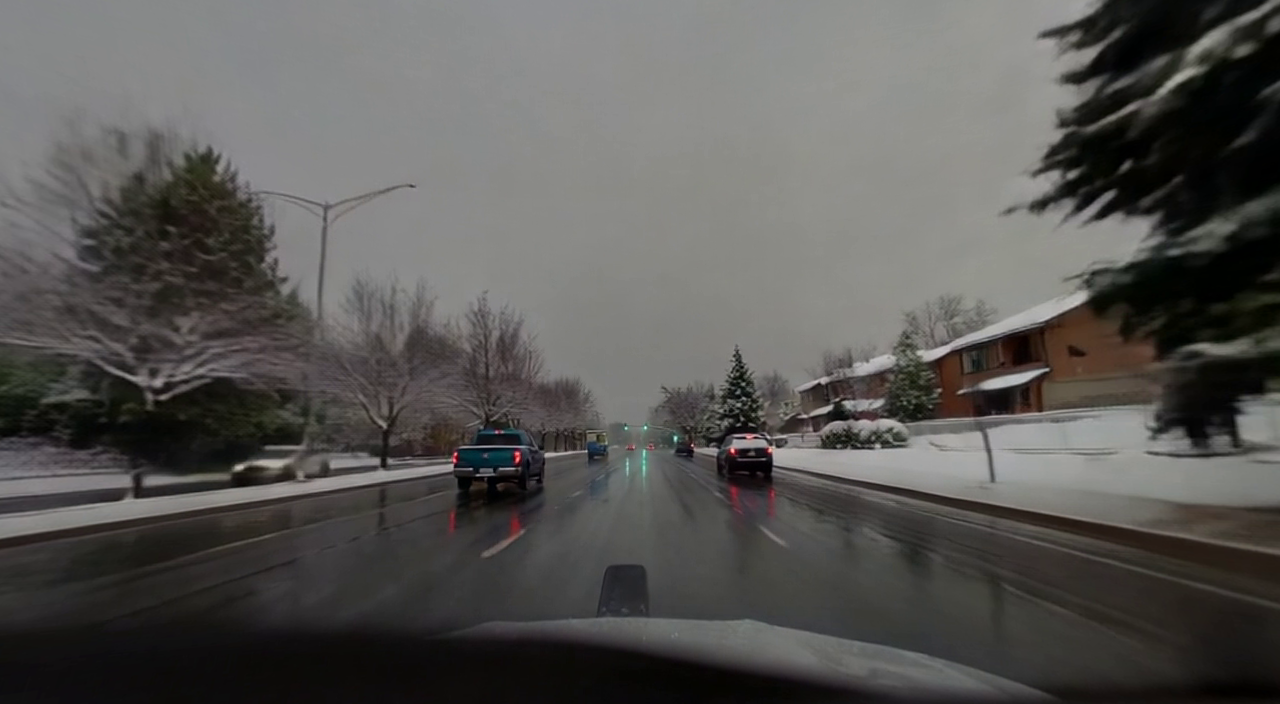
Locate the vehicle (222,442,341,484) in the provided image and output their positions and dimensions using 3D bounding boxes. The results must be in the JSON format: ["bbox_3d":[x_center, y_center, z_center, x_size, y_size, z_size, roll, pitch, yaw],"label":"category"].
[{"bbox_3d":[-13.545,4.195,24.160,1.893,1.456,4.356,0,-9,2],"label":"vehicle"}]

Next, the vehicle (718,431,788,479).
[{"bbox_3d":[4.390,4.073,25.219,2.016,1.736,4.356,0,-8,0],"label":"vehicle"}]

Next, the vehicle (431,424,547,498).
[{"bbox_3d":[-3.951,2.941,17.426,2.002,1.747,4.728,0,-8,0],"label":"vehicle"}]
